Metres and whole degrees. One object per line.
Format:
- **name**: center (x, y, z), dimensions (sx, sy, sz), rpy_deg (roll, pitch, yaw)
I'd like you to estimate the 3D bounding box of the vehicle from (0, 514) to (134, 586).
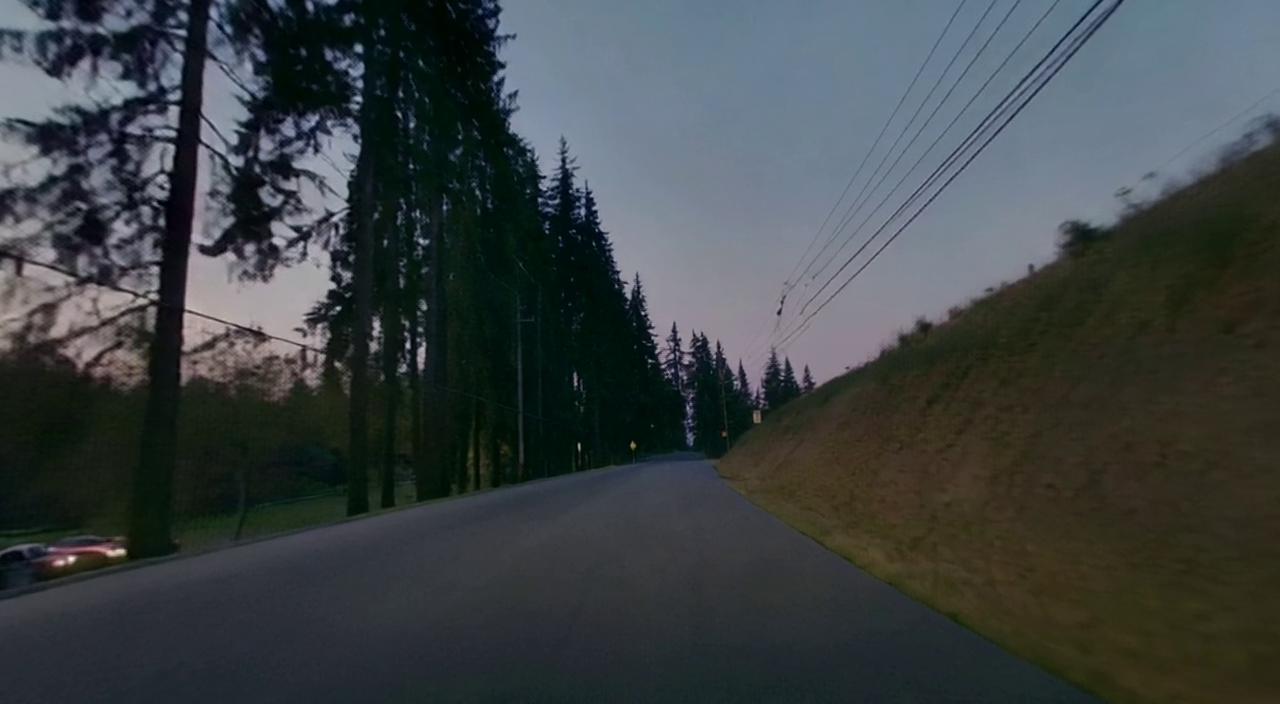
- **vehicle**: center (-18.926, 6.231, 20.082), dimensions (4.018, 1.791, 1.978), rpy_deg (-1, -7, 7)
